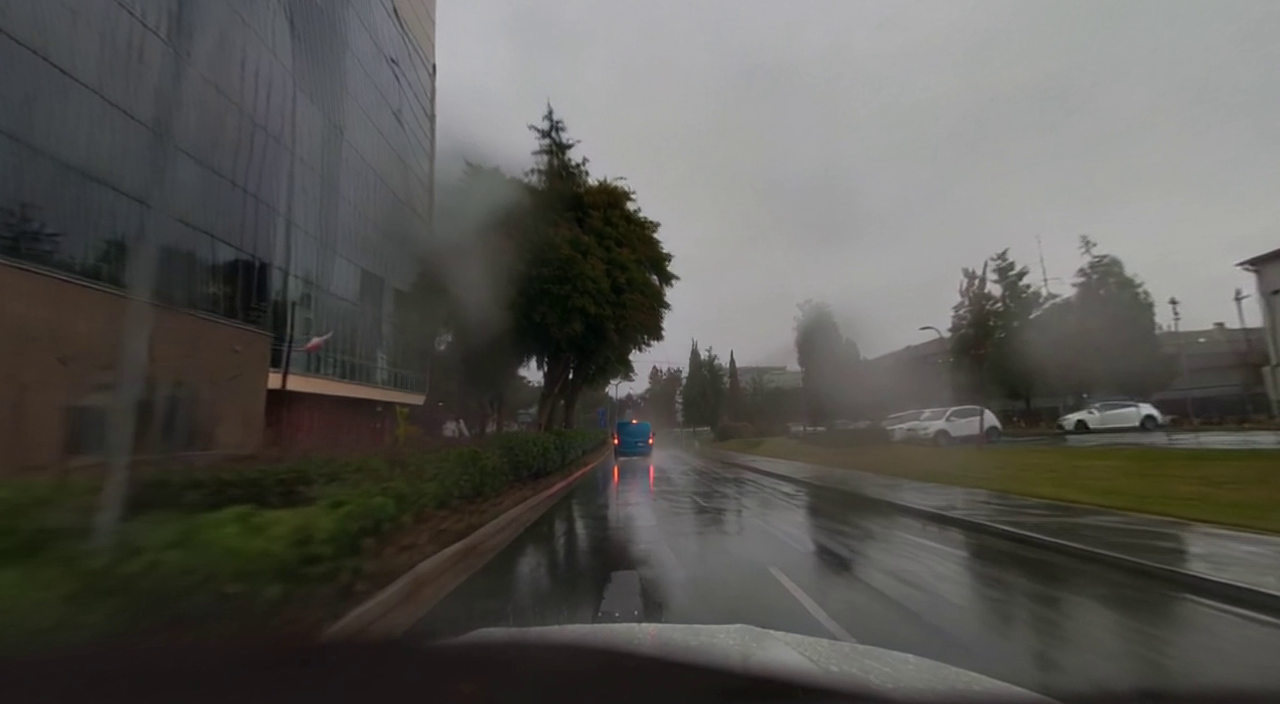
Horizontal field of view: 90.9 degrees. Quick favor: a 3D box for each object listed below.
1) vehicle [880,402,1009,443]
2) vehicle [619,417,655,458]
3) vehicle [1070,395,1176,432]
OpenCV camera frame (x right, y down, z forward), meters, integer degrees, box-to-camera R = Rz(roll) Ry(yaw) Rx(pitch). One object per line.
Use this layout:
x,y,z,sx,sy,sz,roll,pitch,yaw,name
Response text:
12.234,2.859,25.484,4.184,1.578,1.976,0,-8,-4,vehicle
-0.227,6.166,45.532,2.435,2.816,5.232,0,-8,-1,vehicle
23.056,2.960,30.149,3.556,1.469,1.774,-3,-8,-4,vehicle
